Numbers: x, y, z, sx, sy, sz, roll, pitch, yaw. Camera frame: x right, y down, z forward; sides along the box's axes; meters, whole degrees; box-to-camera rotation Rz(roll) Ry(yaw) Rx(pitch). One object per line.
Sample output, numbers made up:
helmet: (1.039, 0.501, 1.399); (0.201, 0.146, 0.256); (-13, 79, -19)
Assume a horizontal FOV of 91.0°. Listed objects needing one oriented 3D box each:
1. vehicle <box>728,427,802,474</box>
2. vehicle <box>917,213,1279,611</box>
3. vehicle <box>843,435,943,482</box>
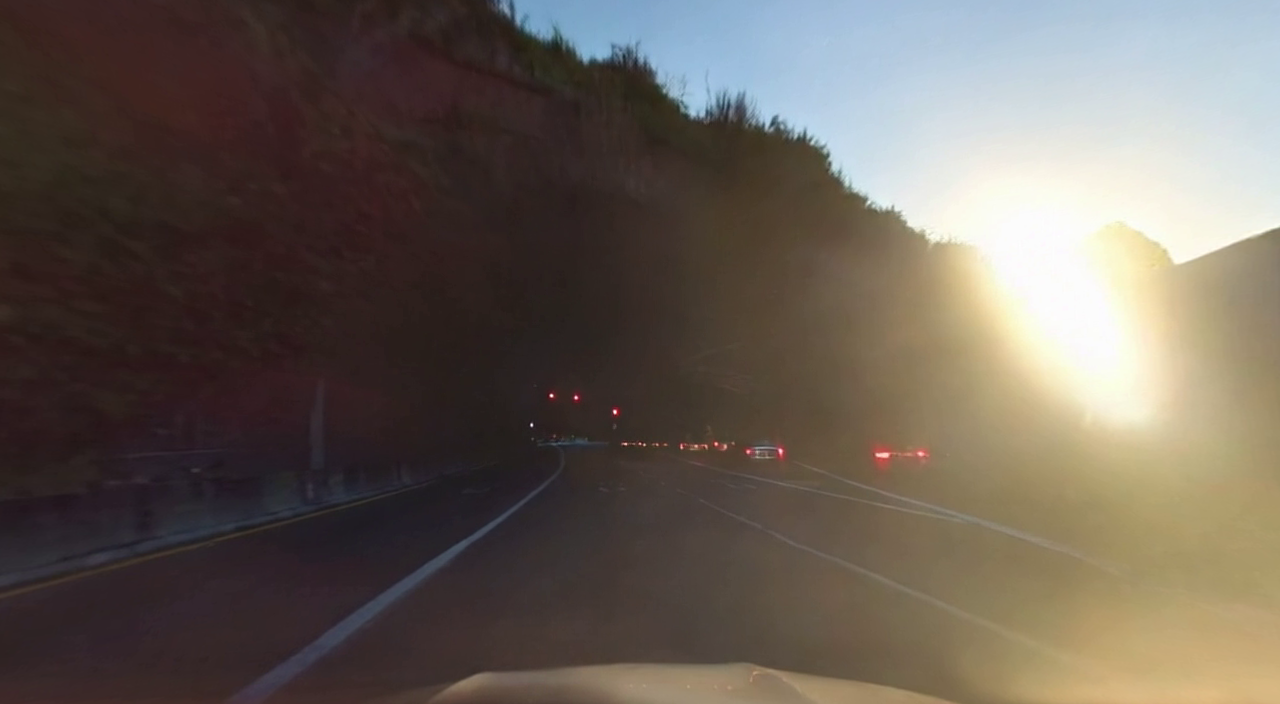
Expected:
vehicle: (5.028, 4.017, 25.952); (1.917, 1.748, 4.003); (0, -8, -5)
vehicle: (6.416, 0.917, 7.978); (2.625, 2.975, 8.237); (-1, -8, 5)
vehicle: (9.328, 3.927, 23.602); (1.919, 1.545, 3.885); (0, -7, -4)
